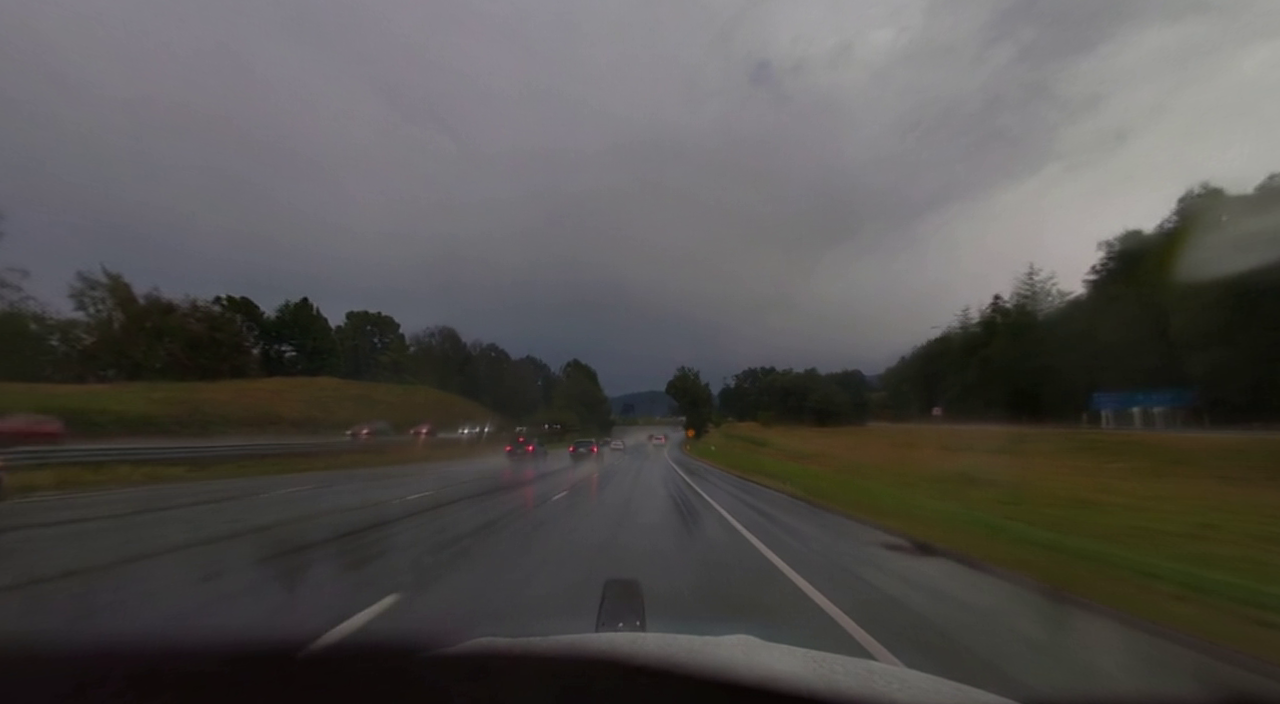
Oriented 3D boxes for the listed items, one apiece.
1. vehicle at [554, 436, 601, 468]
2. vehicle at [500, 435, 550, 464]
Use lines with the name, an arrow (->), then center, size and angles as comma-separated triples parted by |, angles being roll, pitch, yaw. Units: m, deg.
vehicle -> -3.504, 5.705, 36.024 | 2.035, 1.673, 4.469 | 0, -9, 2
vehicle -> -7.094, 6.110, 39.385 | 2.108, 1.686, 4.556 | 0, -9, 3
